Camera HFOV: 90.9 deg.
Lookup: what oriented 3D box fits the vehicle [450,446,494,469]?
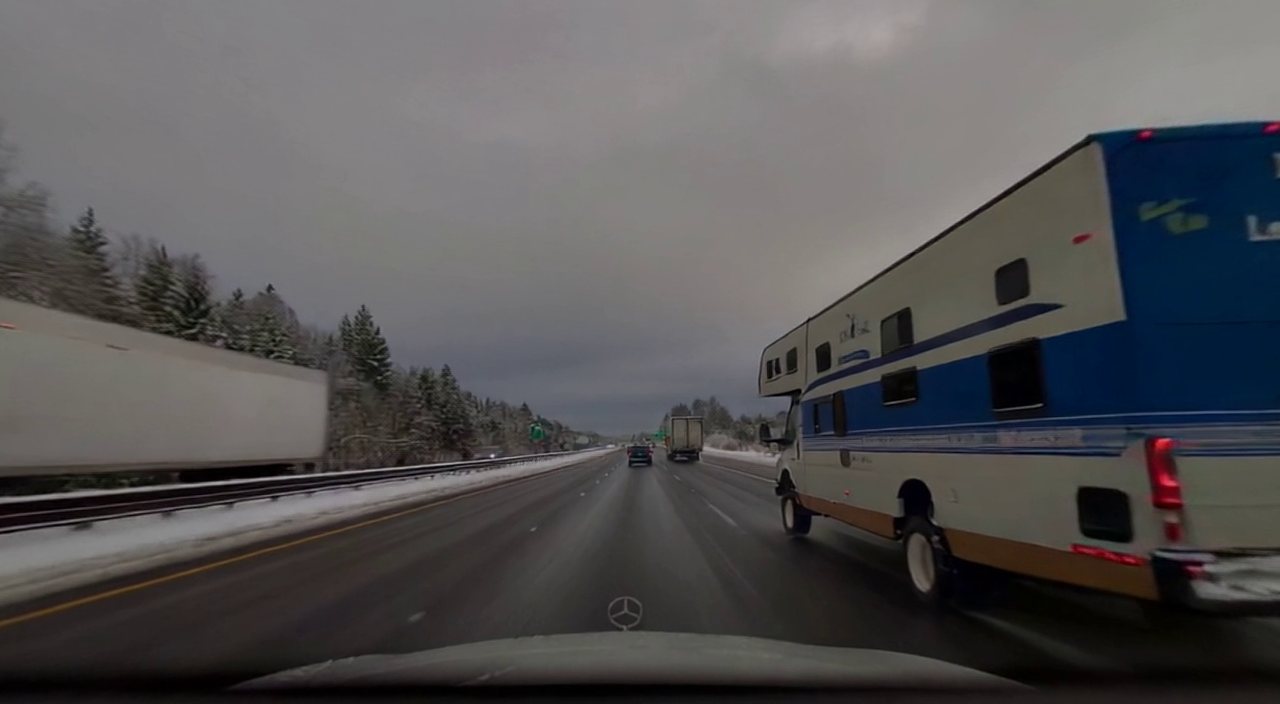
[{"bbox_3d":[-11.877,7.512,44.851,2.069,1.525,3.937,0,-9,0],"label":"vehicle"}]

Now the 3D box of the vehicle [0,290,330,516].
[{"bbox_3d":[-12.650,1.261,13.415,3.039,3.901,17.384,0,-9,1],"label":"vehicle"}]

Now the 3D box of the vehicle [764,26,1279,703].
[{"bbox_3d":[3.892,0.669,7.457,2.931,3.530,8.760,0,-9,-1],"label":"vehicle"}]

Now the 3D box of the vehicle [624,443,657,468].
[{"bbox_3d":[0.058,7.079,43.193,2.151,1.678,3.923,0,-9,0],"label":"vehicle"}]
